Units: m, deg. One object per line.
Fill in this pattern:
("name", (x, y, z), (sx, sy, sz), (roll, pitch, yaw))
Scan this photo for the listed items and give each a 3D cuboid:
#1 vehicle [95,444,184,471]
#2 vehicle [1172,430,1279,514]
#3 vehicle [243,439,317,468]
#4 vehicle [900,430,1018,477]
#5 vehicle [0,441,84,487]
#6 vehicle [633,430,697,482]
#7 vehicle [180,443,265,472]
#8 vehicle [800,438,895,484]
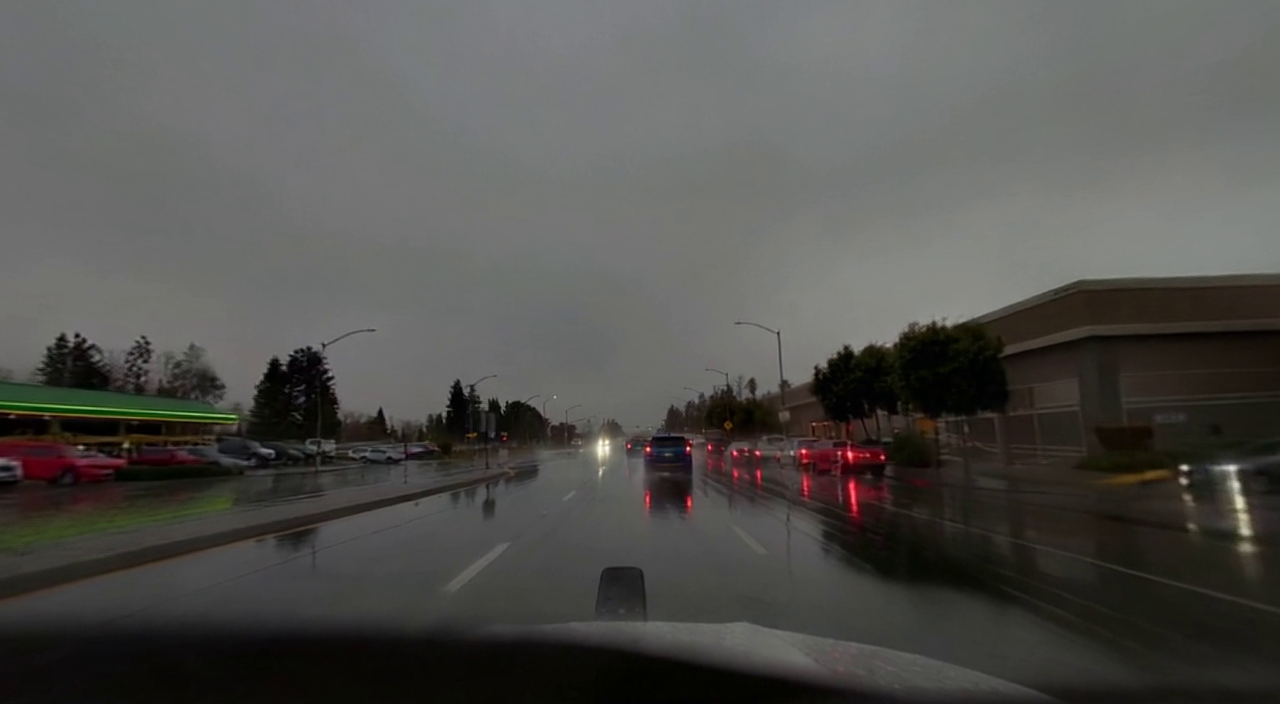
("vehicle", (-31.591, 6.645, 39.811), (1.920, 1.446, 4.448), (-3, -8, 1))
("vehicle", (14.060, 2.288, 12.689), (4.620, 1.464, 2.102), (-3, -8, 0))
("vehicle", (-25.734, 7.270, 45.107), (2.086, 1.967, 5.297), (0, -8, 1))
("vehicle", (12.706, 4.083, 25.425), (2.019, 1.711, 4.862), (0, -8, -3))
("vehicle", (-25.937, 4.598, 25.909), (2.044, 1.695, 4.619), (-1, -7, -5))
("vehicle", (0.955, 4.122, 25.245), (2.317, 1.857, 5.150), (0, -8, 1))
("vehicle", (-26.245, 6.626, 39.686), (1.922, 1.755, 4.511), (-1, -8, 6))
("vehicle", (7.362, 3.900, 22.848), (1.818, 1.459, 4.806), (0, -8, 0))
